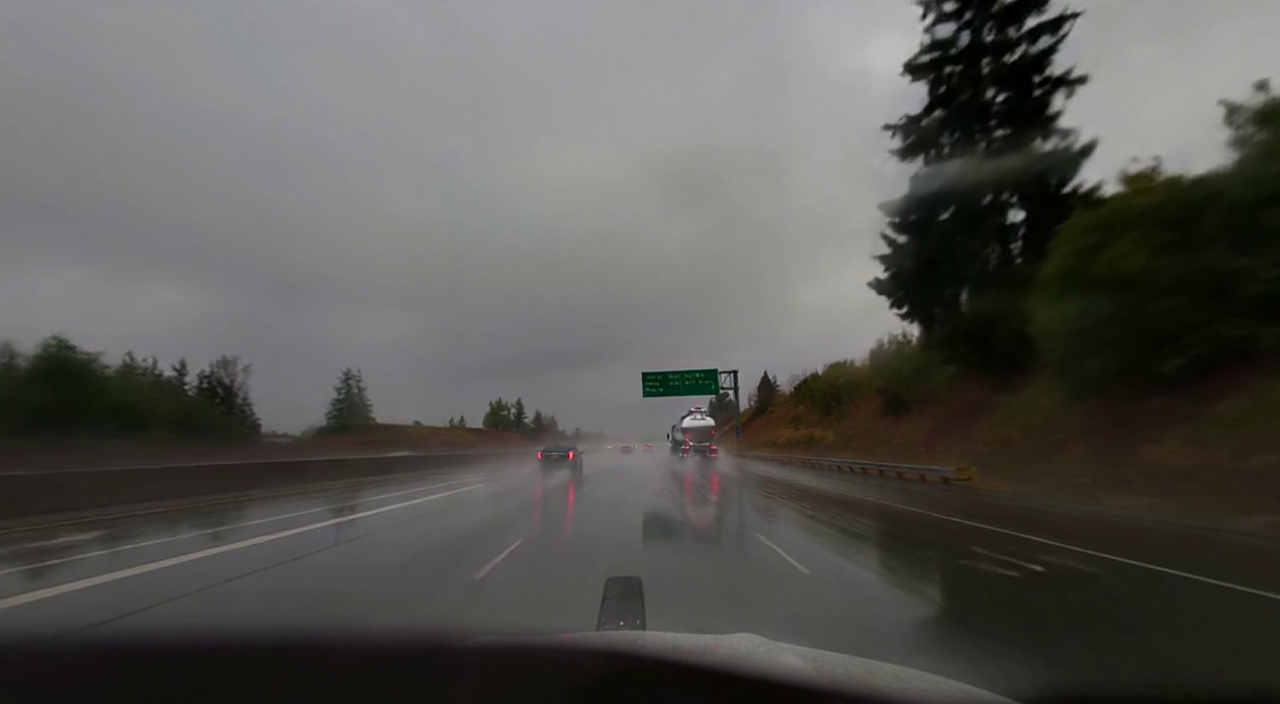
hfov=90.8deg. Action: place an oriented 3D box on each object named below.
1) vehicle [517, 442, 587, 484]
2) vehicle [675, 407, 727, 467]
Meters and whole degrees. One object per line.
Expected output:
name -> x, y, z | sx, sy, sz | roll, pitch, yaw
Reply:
vehicle -> -3.322, 4.300, 24.748 | 1.986, 1.458, 4.506 | 0, -9, 1
vehicle -> 4.058, 6.056, 44.356 | 2.759, 3.734, 9.708 | 0, -9, 0
